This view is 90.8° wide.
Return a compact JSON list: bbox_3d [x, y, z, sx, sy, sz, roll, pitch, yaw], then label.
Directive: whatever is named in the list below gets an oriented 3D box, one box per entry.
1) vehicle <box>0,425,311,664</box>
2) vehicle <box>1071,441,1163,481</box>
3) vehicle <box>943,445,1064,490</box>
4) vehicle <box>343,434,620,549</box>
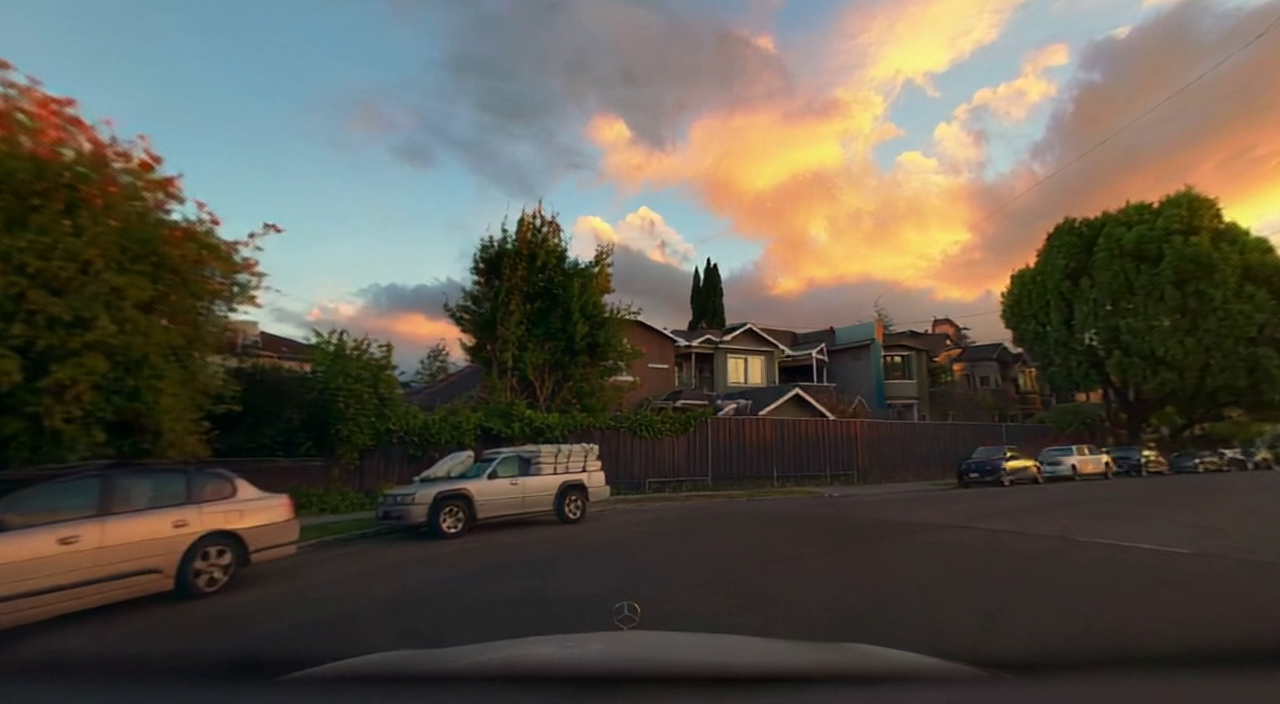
[{"bbox_3d":[-4.922,1.393,4.733,1.943,1.475,4.701,-4,-11,8],"label":"vehicle"},{"bbox_3d":[21.803,4.941,28.852,4.221,1.673,1.918,5,-10,-33],"label":"vehicle"},{"bbox_3d":[13.294,4.124,22.990,4.731,1.478,1.930,6,-10,-35],"label":"vehicle"},{"bbox_3d":[-2.517,2.249,10.964,2.082,1.547,4.217,-7,-11,39],"label":"vehicle"}]
